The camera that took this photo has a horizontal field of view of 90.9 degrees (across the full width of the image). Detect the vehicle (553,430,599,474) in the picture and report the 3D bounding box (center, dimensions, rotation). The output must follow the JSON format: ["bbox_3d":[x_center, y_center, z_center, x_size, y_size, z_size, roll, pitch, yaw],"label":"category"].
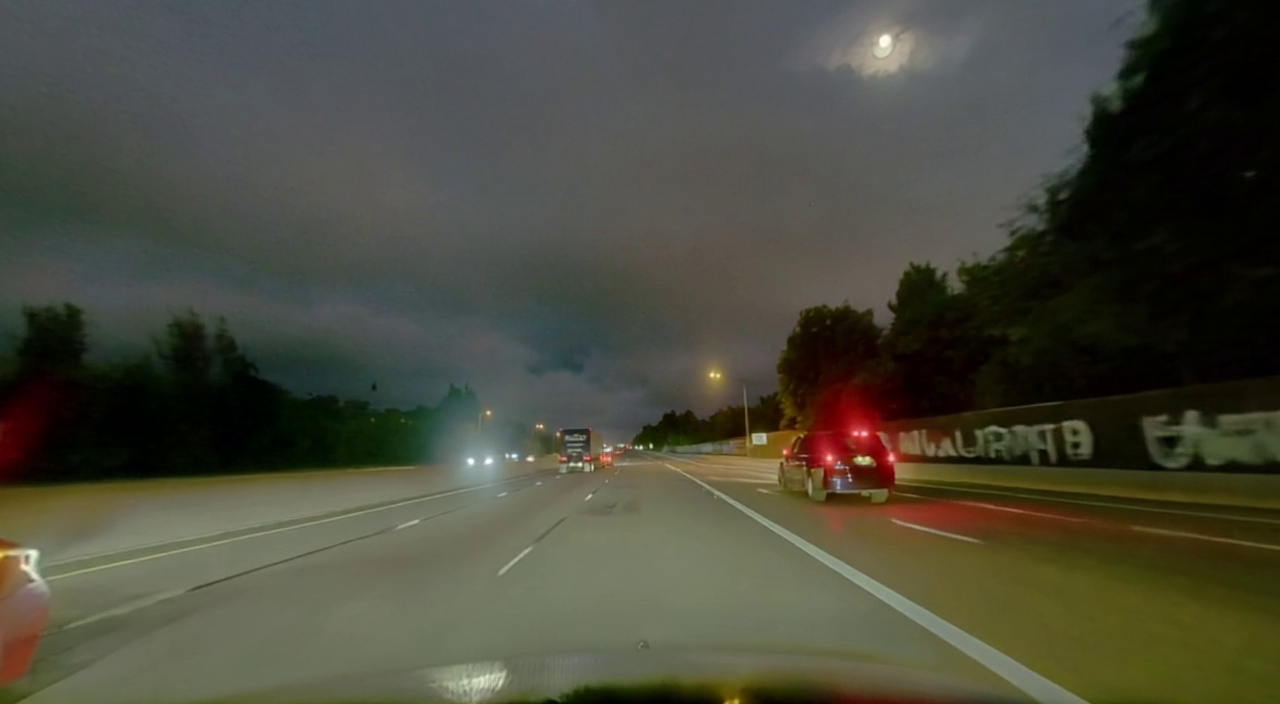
[{"bbox_3d":[-3.899,6.265,39.474,2.305,2.517,5.486,0,-9,0],"label":"vehicle"}]
